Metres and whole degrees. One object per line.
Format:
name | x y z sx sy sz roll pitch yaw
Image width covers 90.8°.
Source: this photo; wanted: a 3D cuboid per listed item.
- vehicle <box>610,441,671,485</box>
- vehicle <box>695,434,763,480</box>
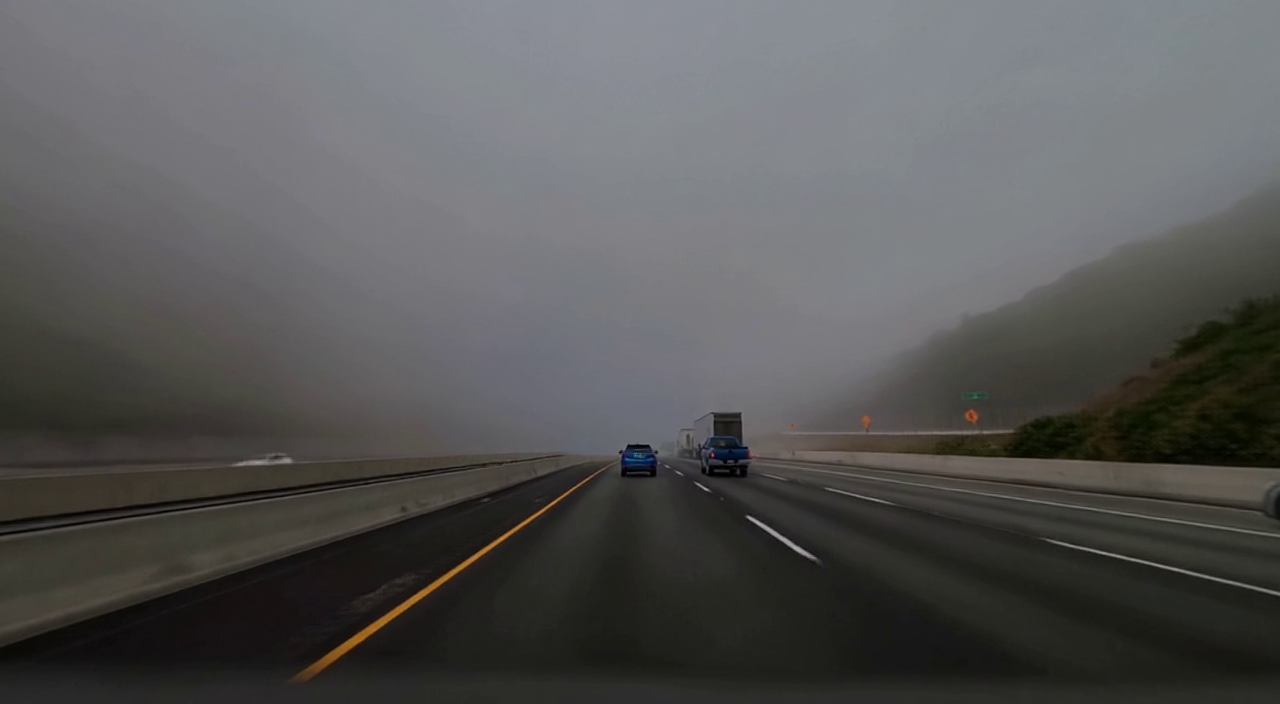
vehicle | -0.038 4.123 23.763 2.083 1.477 3.965 0 -9 -2
vehicle | 3.711 4.472 27.181 2.098 1.794 4.561 0 -9 -2
